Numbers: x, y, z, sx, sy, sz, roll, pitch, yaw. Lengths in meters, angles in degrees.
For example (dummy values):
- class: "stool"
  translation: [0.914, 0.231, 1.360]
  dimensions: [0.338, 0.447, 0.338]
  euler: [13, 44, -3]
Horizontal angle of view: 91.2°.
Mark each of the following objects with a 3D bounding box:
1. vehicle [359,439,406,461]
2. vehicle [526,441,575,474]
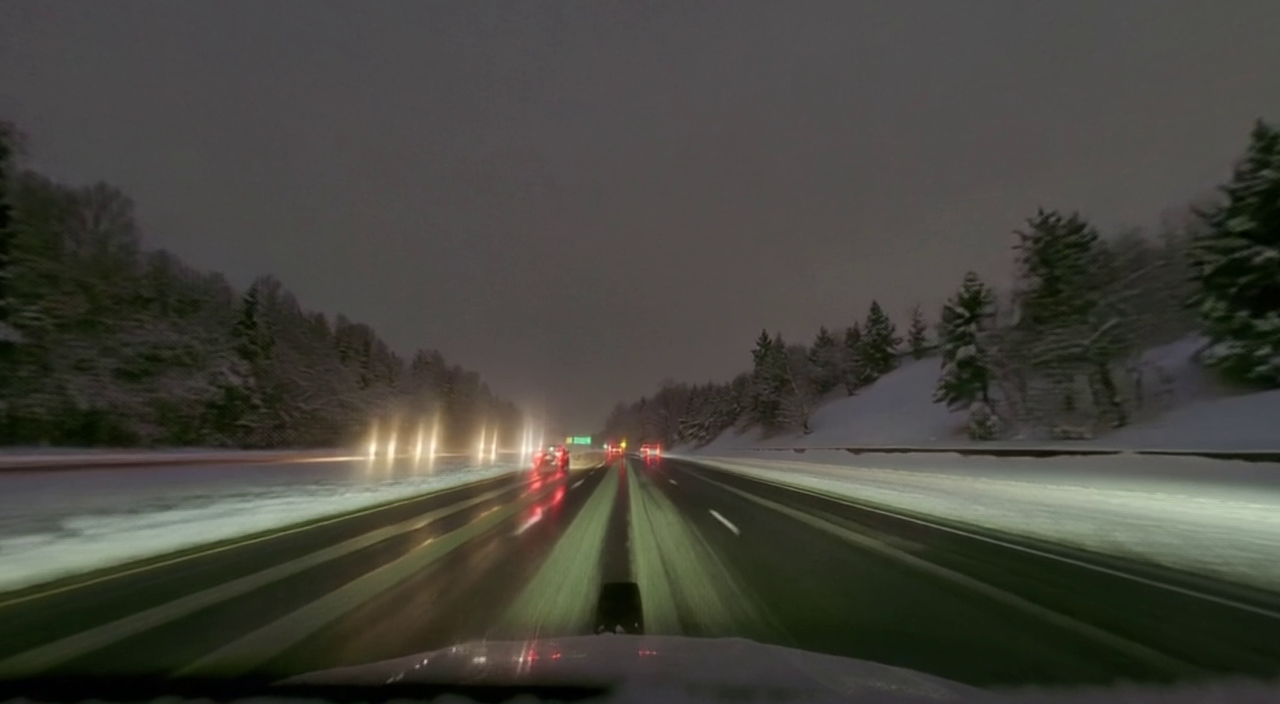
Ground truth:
- class: "vehicle"
  translation: [-18.147, 6.932, 44.358]
  dimensions: [1.759, 1.489, 3.855]
  euler: [0, -9, -1]
- class: "vehicle"
  translation: [-4.587, 5.475, 32.682]
  dimensions: [2.071, 1.615, 3.868]
  euler: [0, -9, -1]
